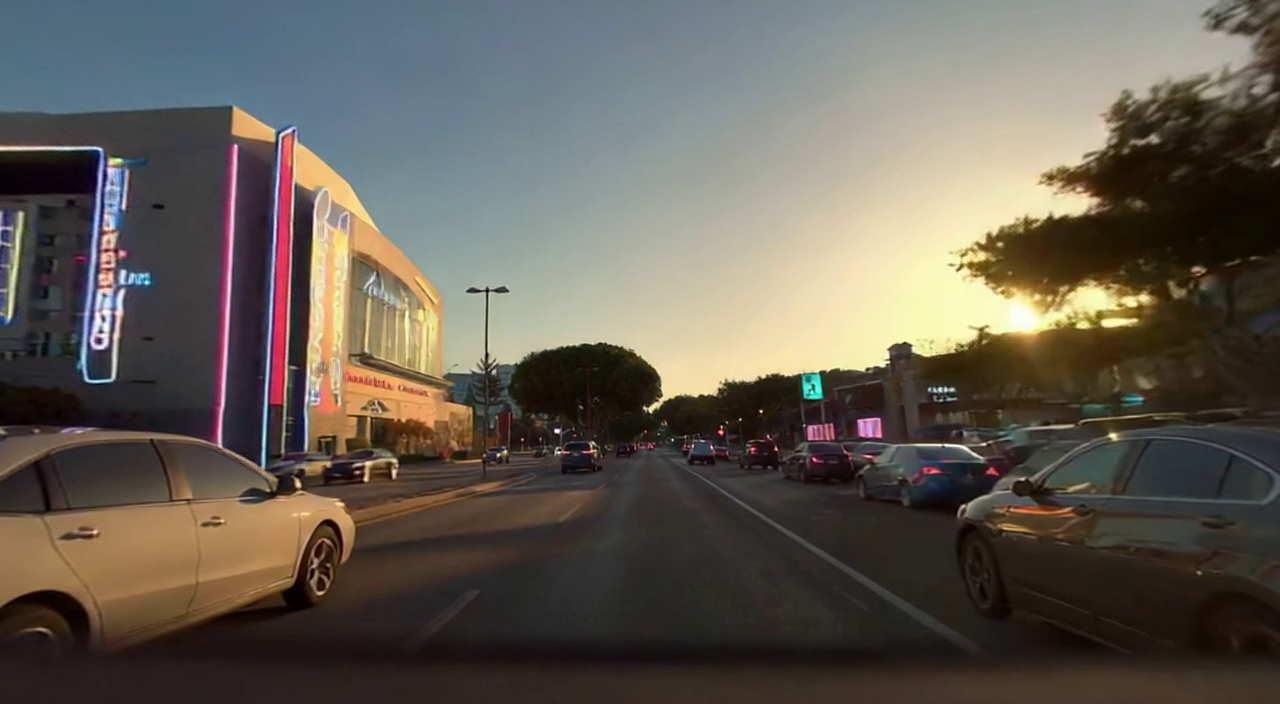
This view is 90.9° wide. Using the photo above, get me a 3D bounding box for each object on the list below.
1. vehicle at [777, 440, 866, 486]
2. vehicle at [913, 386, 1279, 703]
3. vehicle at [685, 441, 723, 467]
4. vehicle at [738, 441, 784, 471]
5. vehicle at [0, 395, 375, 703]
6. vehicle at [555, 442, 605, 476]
[{"bbox_3d":[7.145,4.394,25.304,2.077,1.666,4.342,0,-9,-3],"label":"vehicle"},{"bbox_3d":[3.280,0.981,2.958,1.981,1.499,4.536,0,-9,0],"label":"vehicle"},{"bbox_3d":[4.273,6.892,42.697,2.007,1.683,4.171,0,-9,-2],"label":"vehicle"},{"bbox_3d":[7.753,6.693,40.779,2.003,1.789,4.718,0,-9,-1],"label":"vehicle"},{"bbox_3d":[-3.638,1.081,3.469,2.155,1.504,4.776,-1,-9,2],"label":"vehicle"},{"bbox_3d":[-2.832,5.150,30.574,1.917,1.511,4.436,-1,-9,1],"label":"vehicle"}]
